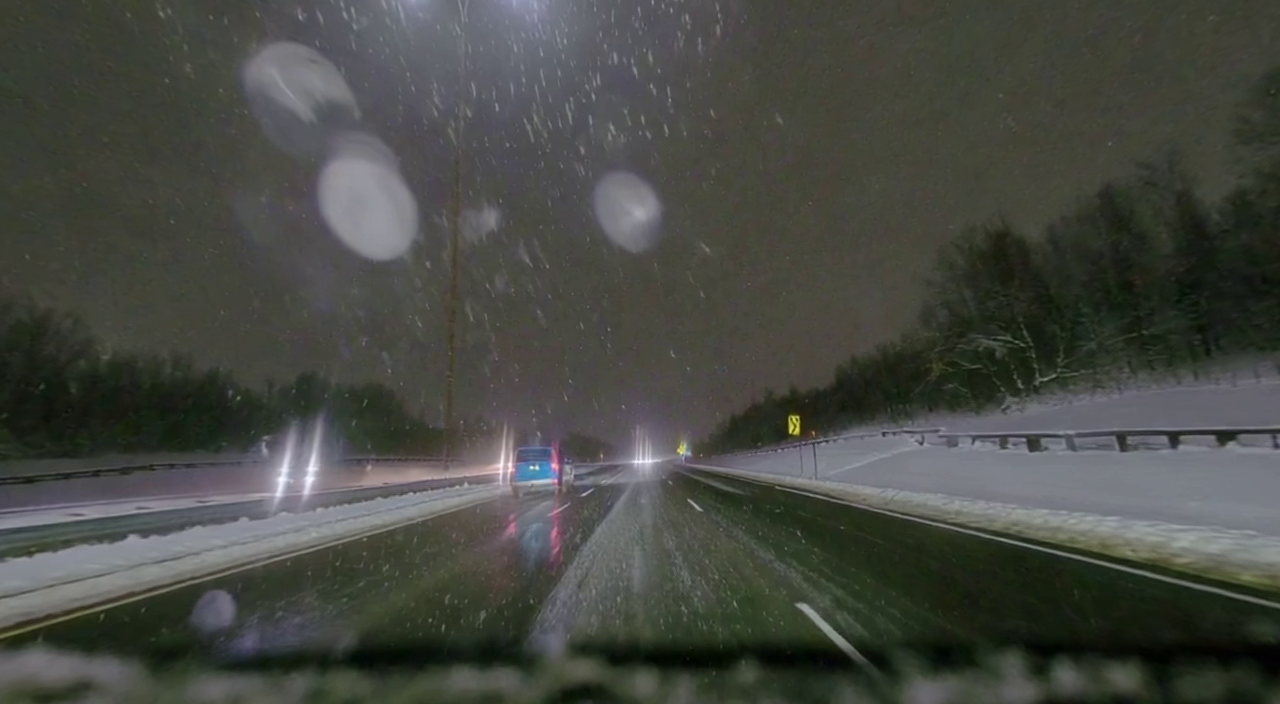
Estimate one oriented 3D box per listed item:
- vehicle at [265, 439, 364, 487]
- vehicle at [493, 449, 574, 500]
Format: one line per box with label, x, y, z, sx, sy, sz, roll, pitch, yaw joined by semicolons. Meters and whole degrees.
vehicle;-17.699;6.051;34.767;2.237;2.410;5.801;0;-9;1
vehicle;-3.701;4.320;22.693;2.053;1.647;4.252;0;-9;2
